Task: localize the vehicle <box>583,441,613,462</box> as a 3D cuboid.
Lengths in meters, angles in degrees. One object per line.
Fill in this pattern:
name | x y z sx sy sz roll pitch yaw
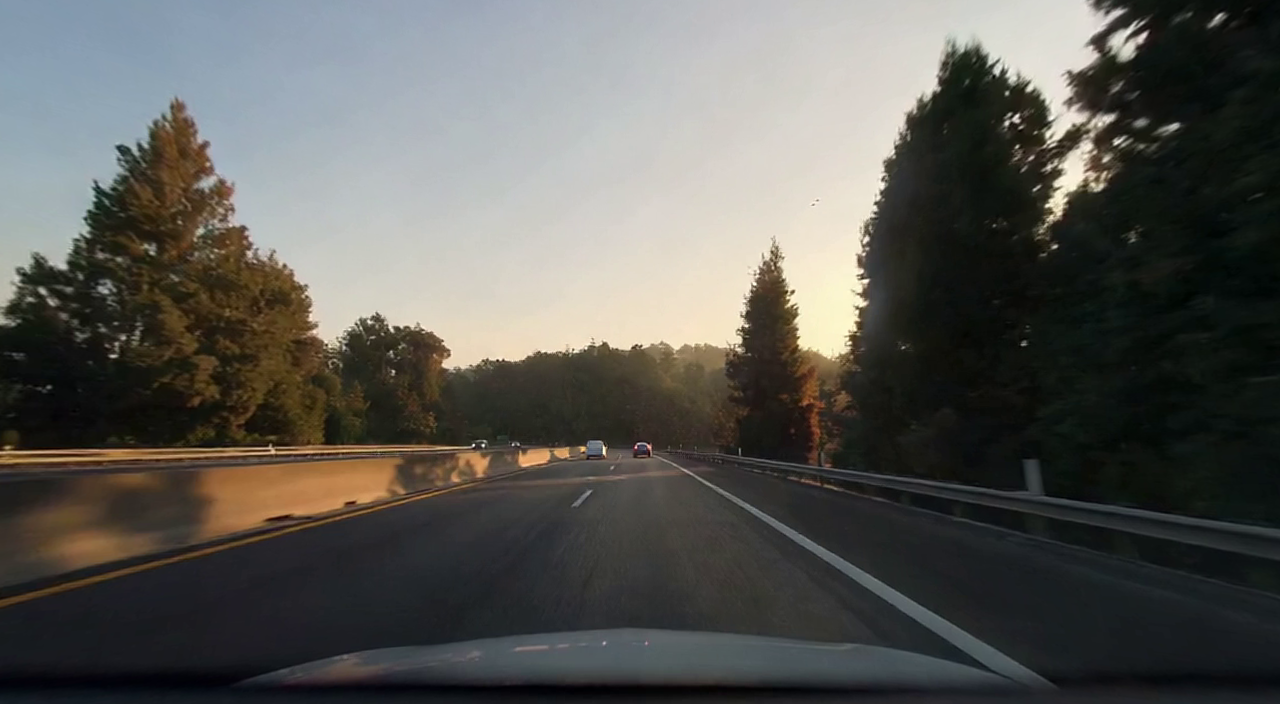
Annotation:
vehicle | -3.141 7.509 47.425 2.057 1.514 3.845 0 -8 -1
